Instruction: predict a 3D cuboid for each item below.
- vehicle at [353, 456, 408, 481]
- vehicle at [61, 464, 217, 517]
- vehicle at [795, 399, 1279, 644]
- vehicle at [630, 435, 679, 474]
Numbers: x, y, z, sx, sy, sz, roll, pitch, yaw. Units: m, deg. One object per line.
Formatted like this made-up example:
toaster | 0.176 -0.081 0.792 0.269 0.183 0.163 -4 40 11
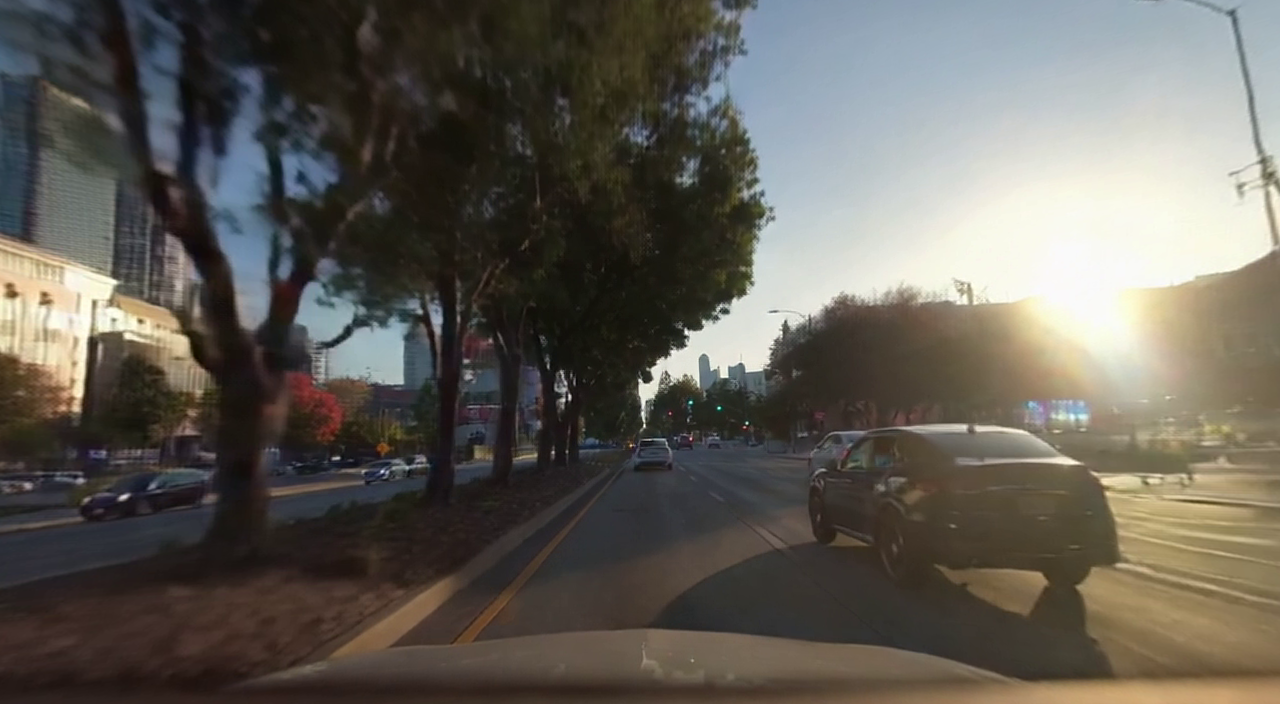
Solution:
vehicle | -18.240 8.185 44.509 1.853 1.614 4.514 -1 -8 2
vehicle | -18.446 5.095 23.562 1.947 1.609 4.589 0 -8 2
vehicle | 3.198 1.456 6.561 1.931 1.591 4.708 0 -8 0
vehicle | 0.621 4.741 29.462 2.125 1.669 3.880 0 -8 0
